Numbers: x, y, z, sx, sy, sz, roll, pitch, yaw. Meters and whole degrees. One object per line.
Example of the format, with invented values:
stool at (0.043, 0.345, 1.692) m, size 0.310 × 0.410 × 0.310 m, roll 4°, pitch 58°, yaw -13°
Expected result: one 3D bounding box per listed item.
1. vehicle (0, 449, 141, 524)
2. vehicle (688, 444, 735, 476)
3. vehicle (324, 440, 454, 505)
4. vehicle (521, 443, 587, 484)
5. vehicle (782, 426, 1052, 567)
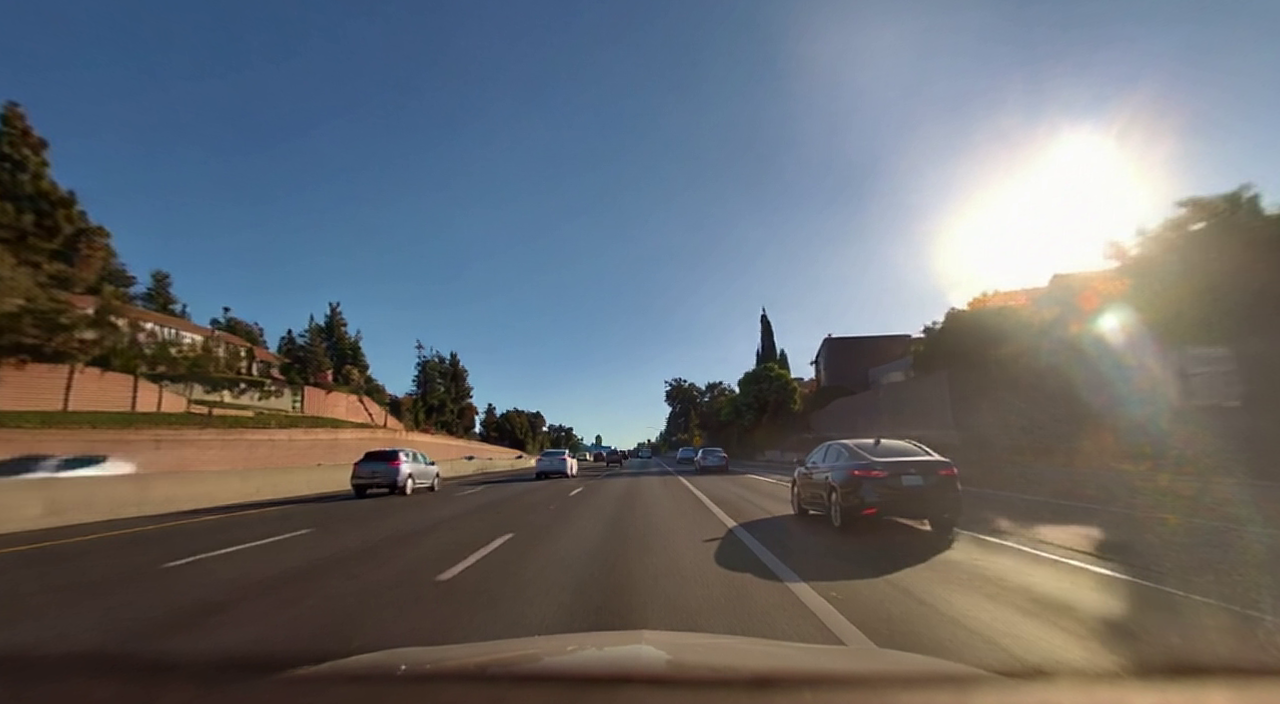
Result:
vehicle at (-15.539, 3.270, 15.668) m, size 2.061 × 1.684 × 5.044 m, roll -1°, pitch -8°, yaw 1°
vehicle at (3.458, 5.309, 31.168) m, size 1.854 × 1.438 × 3.954 m, roll 0°, pitch -8°, yaw 0°
vehicle at (-7.317, 3.522, 18.943) m, size 2.057 × 1.681 × 4.277 m, roll -1°, pitch -8°, yaw 1°
vehicle at (-3.558, 4.680, 26.836) m, size 2.136 × 1.571 × 4.285 m, roll 0°, pitch -8°, yaw 1°
vehicle at (3.518, 1.902, 9.092) m, size 1.912 × 1.509 × 4.291 m, roll 0°, pitch -8°, yaw 0°
